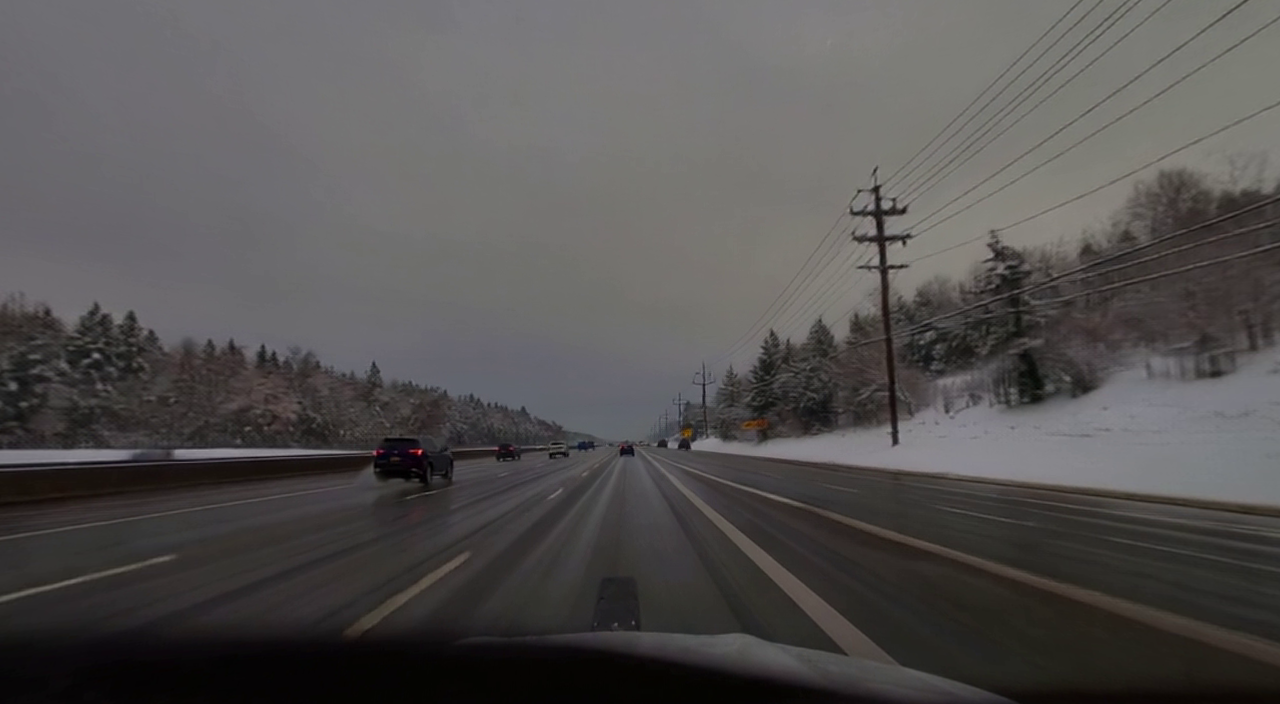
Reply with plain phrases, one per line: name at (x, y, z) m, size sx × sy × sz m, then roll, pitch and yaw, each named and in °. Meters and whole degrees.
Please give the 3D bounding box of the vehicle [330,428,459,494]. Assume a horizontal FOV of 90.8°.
vehicle at (-7.599, 3.420, 20.273) m, size 2.115 × 1.799 × 5.444 m, roll 0°, pitch -9°, yaw -2°

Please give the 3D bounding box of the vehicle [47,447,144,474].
vehicle at (-34.222, 6.821, 39.921) m, size 1.885 × 1.547 × 4.757 m, roll 0°, pitch -9°, yaw 0°
